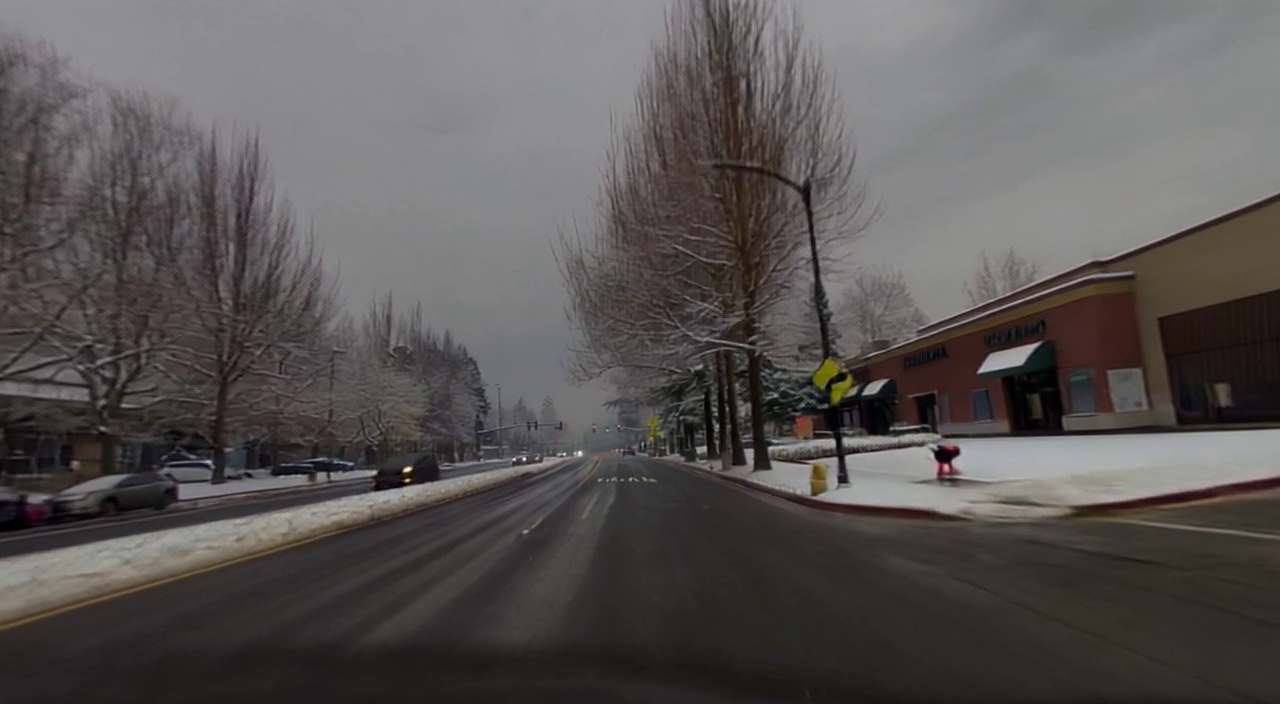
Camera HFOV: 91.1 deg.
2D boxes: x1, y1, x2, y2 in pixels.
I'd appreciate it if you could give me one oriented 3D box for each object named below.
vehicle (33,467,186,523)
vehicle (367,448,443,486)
[{"bbox_3d":[-18.229,4.880,21.872,1.896,1.495,4.108,-4,-9,-2],"label":"vehicle"},{"bbox_3d":[-11.725,5.754,31.761,2.075,1.765,4.684,0,-9,-1],"label":"vehicle"}]
